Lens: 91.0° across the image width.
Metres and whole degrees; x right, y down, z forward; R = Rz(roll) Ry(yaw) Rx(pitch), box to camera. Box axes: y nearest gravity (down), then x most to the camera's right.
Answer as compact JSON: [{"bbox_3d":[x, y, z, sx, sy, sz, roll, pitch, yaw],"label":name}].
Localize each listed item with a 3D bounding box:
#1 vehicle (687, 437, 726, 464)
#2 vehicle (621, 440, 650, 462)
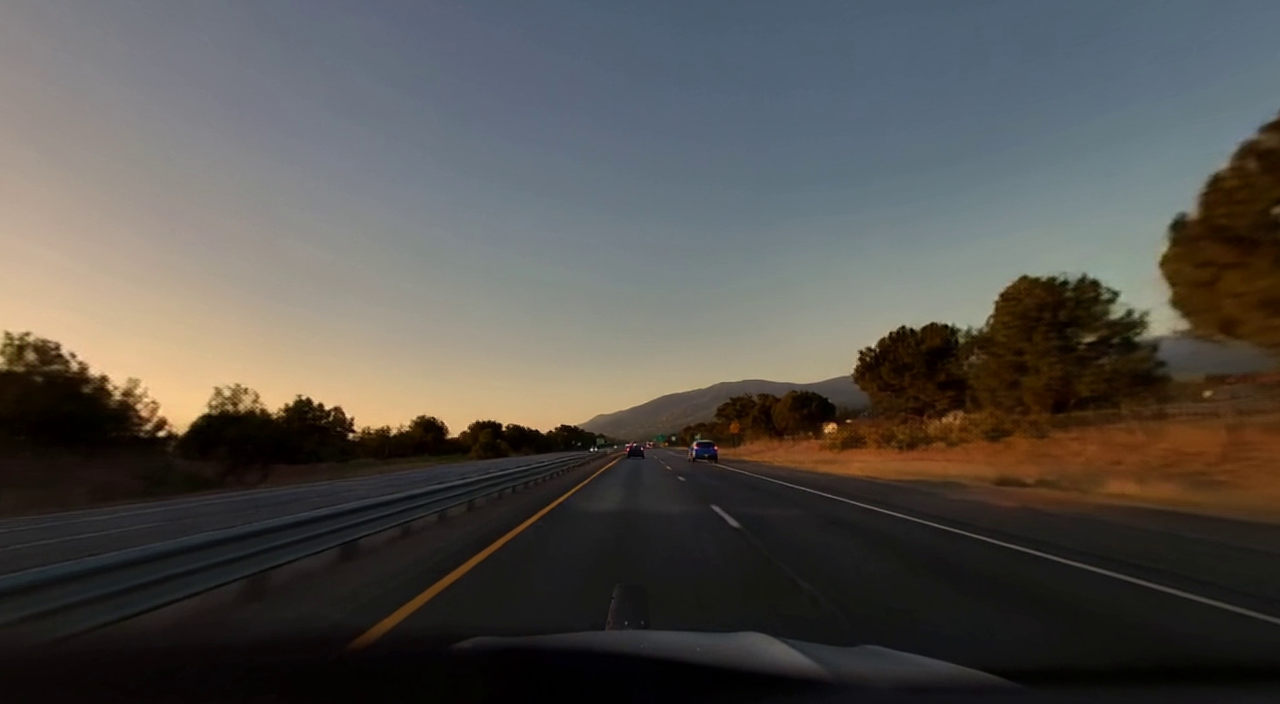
[{"bbox_3d":[4.157,6.264,39.993,2.037,1.609,4.036,0,-8,0],"label":"vehicle"},{"bbox_3d":[-0.279,7.288,46.504,2.009,1.554,4.013,0,-8,1],"label":"vehicle"}]
